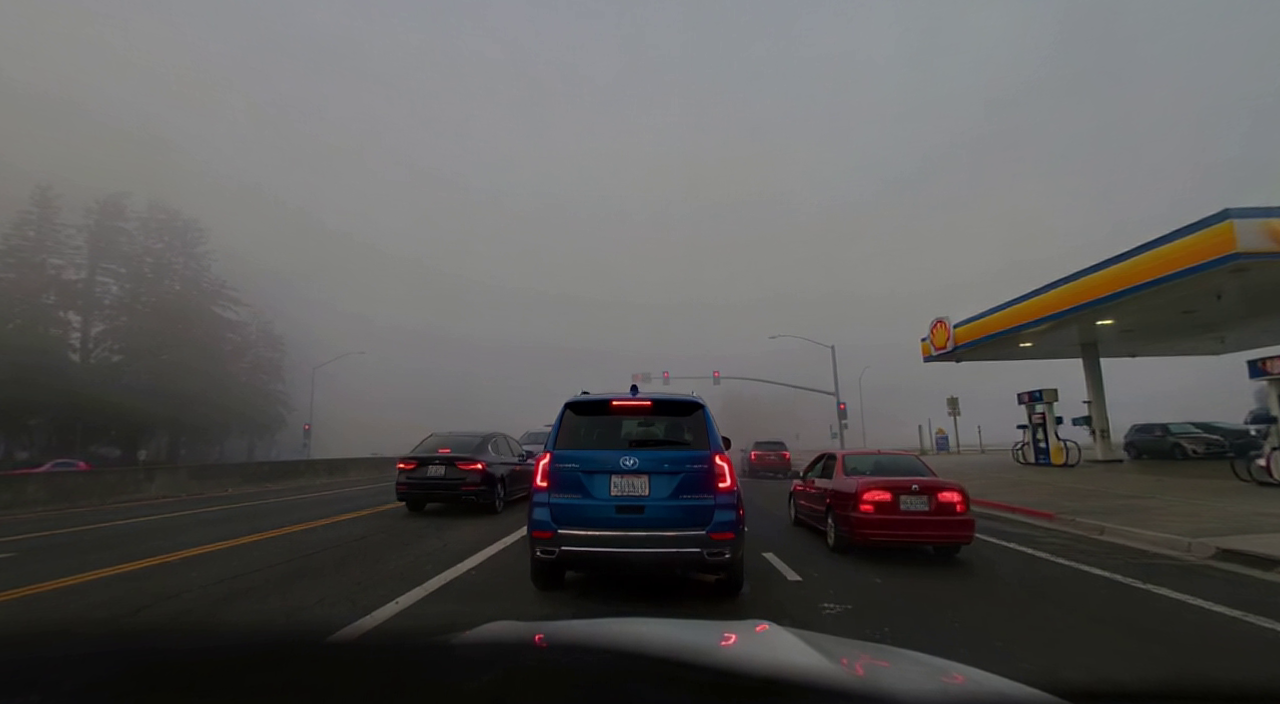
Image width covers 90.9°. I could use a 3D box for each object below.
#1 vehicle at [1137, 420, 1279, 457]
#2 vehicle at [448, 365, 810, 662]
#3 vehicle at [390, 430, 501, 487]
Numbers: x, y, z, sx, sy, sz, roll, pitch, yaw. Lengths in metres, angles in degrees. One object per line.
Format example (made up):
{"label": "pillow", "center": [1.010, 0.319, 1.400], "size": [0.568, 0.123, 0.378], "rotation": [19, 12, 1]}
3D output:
{"label": "vehicle", "center": [25.956, 3.964, 28.776], "size": [4.551, 1.616, 1.973], "rotation": [-2, -9, 11]}
{"label": "vehicle", "center": [0.011, 1.316, 6.134], "size": [2.236, 1.819, 4.291], "rotation": [-1, -9, 2]}
{"label": "vehicle", "center": [-6.646, 3.710, 22.178], "size": [2.065, 1.753, 4.525], "rotation": [-1, -9, 6]}
